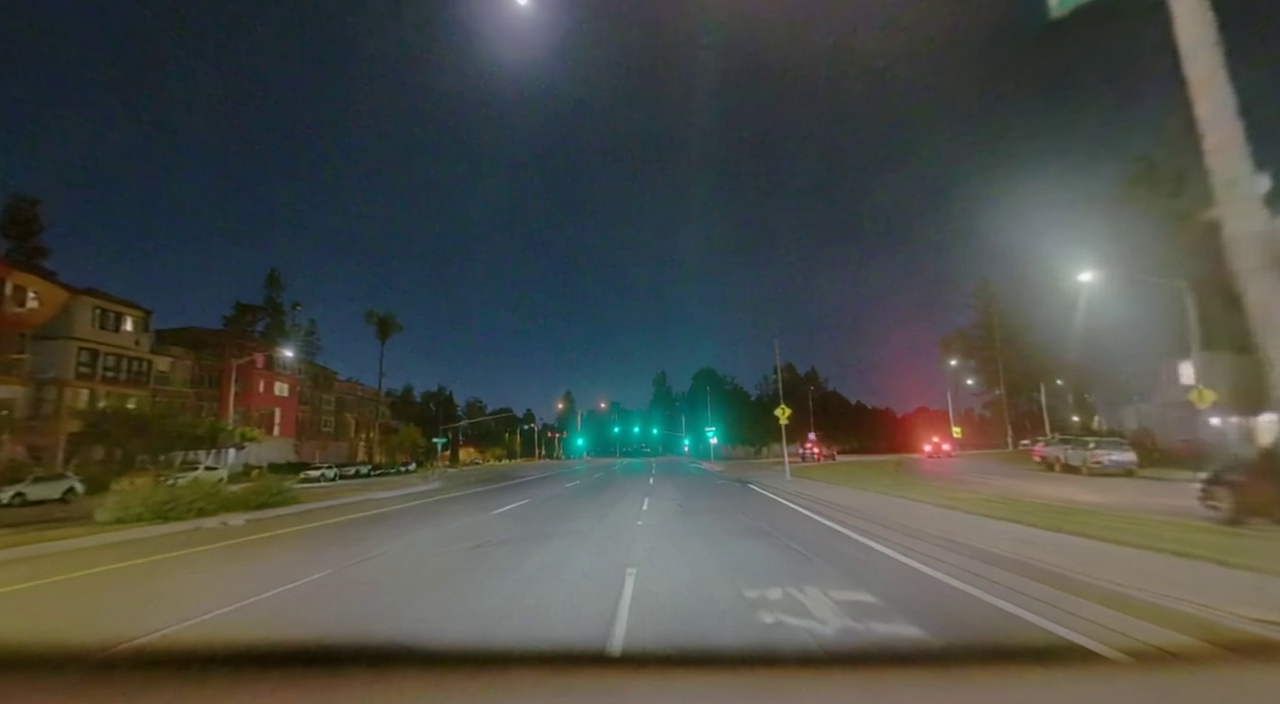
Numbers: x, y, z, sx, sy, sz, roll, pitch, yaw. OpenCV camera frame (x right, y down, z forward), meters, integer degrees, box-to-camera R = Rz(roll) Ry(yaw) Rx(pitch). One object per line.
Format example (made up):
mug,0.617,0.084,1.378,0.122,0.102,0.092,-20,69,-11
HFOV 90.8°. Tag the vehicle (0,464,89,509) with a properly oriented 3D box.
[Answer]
vehicle,-27.480,6.005,27.946,1.936,1.723,4.573,-4,-13,2

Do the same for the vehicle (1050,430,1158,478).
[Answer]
vehicle,19.123,4.250,26.347,1.992,1.795,4.849,-3,-9,16

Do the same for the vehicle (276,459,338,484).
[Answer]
vehicle,-26.180,9.369,49.884,2.037,1.762,4.834,-1,-9,2

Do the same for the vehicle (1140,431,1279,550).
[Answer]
vehicle,9.116,1.661,7.941,2.004,1.476,4.588,-6,-14,3

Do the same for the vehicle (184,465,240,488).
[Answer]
vehicle,-31.903,9.256,47.175,1.673,1.495,3.659,0,-8,-2
